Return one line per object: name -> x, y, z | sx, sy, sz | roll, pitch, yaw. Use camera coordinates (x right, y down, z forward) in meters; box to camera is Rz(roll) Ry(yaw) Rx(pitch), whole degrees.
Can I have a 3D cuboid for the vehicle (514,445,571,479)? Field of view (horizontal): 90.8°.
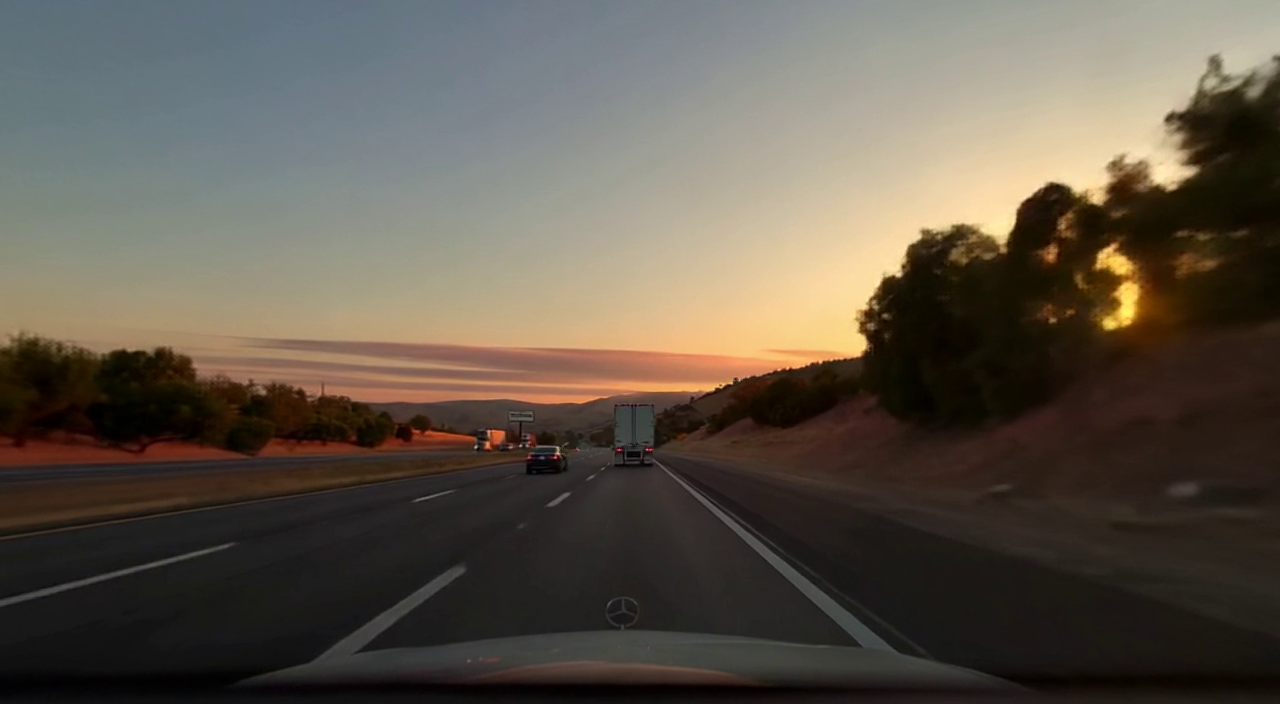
vehicle -> -4.517, 5.170, 29.949 | 1.892, 1.471, 5.047 | 0, -9, 0
